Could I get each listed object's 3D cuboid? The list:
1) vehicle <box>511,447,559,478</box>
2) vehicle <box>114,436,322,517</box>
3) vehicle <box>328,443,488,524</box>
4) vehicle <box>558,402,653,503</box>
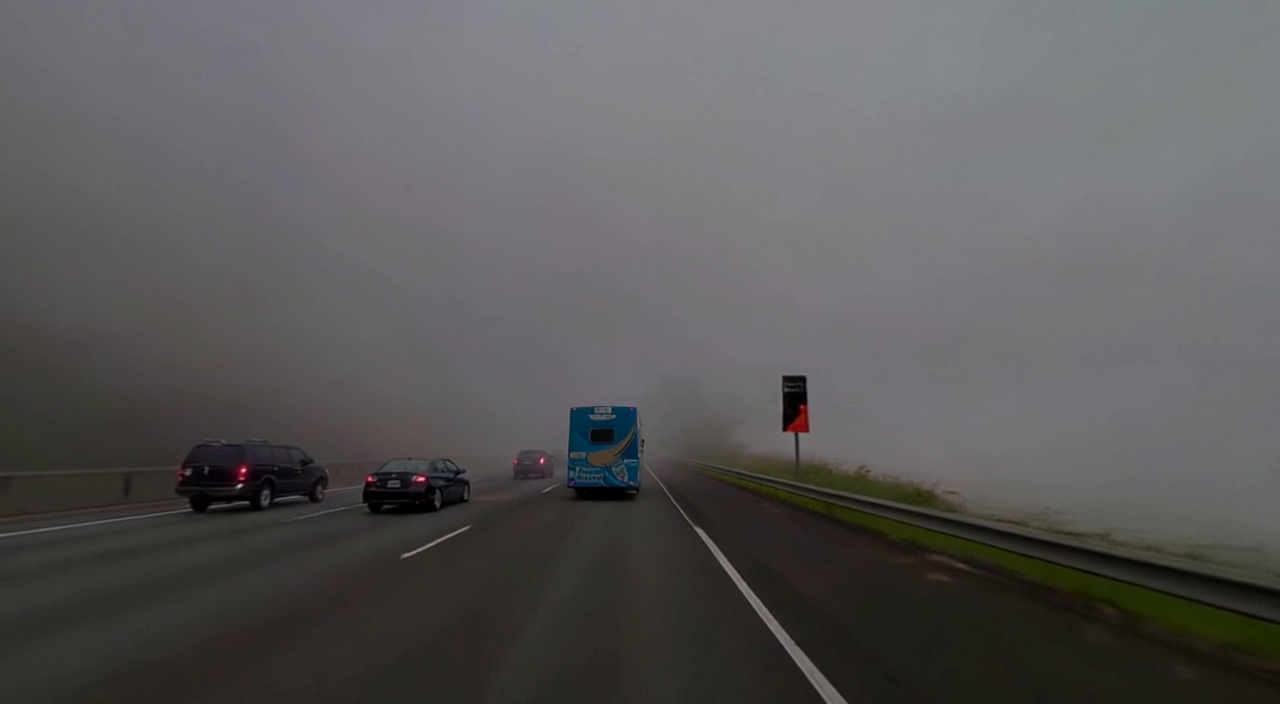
[{"bbox_3d":[-5.300,5.580,32.003,1.872,1.480,3.545,0,-9,-1],"label":"vehicle"},{"bbox_3d":[-9.694,2.863,14.988,2.010,1.621,4.252,0,-9,-1],"label":"vehicle"},{"bbox_3d":[-4.717,2.704,13.499,1.876,1.438,4.072,0,-9,0],"label":"vehicle"},{"bbox_3d":[-0.916,2.963,18.743,2.394,2.556,5.232,0,-9,-1],"label":"vehicle"}]
